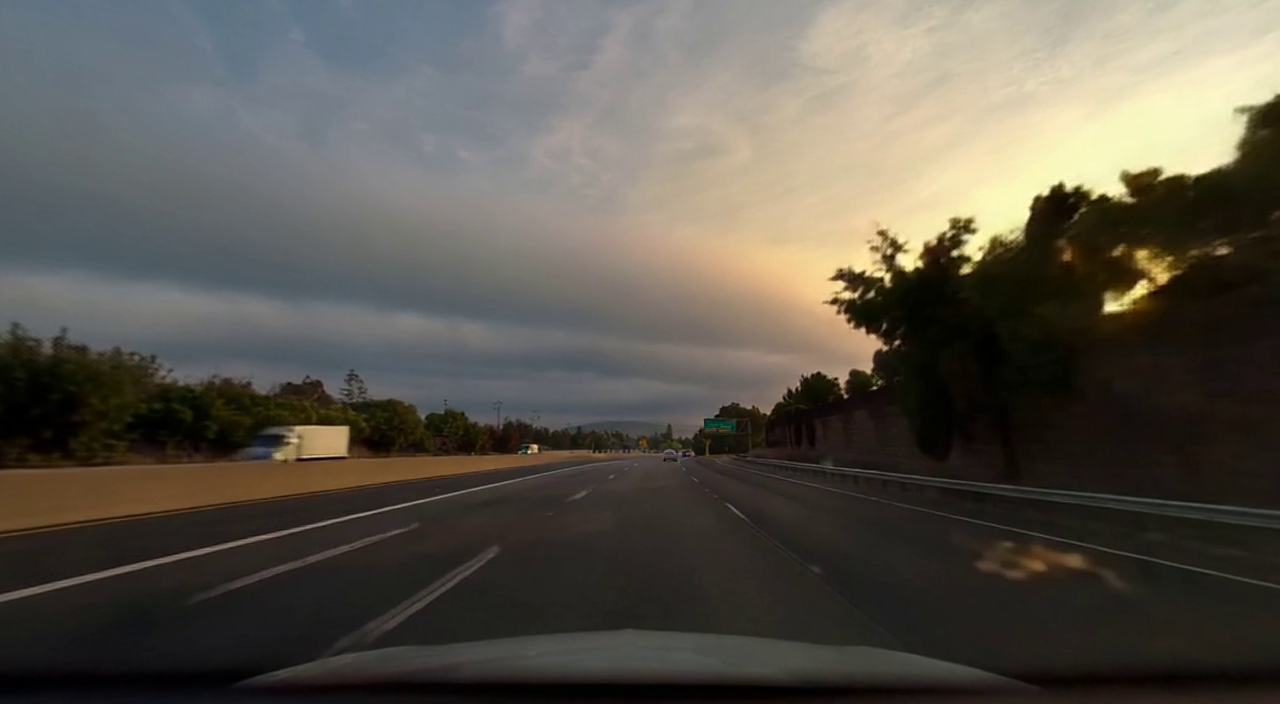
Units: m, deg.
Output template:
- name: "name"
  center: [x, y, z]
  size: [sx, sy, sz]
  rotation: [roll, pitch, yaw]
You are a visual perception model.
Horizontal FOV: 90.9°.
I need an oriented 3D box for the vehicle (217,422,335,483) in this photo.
- name: "vehicle"
  center: [-18.251, 5.085, 32.057]
  size: [2.240, 2.748, 5.884]
  rotation: [-1, -9, 2]
